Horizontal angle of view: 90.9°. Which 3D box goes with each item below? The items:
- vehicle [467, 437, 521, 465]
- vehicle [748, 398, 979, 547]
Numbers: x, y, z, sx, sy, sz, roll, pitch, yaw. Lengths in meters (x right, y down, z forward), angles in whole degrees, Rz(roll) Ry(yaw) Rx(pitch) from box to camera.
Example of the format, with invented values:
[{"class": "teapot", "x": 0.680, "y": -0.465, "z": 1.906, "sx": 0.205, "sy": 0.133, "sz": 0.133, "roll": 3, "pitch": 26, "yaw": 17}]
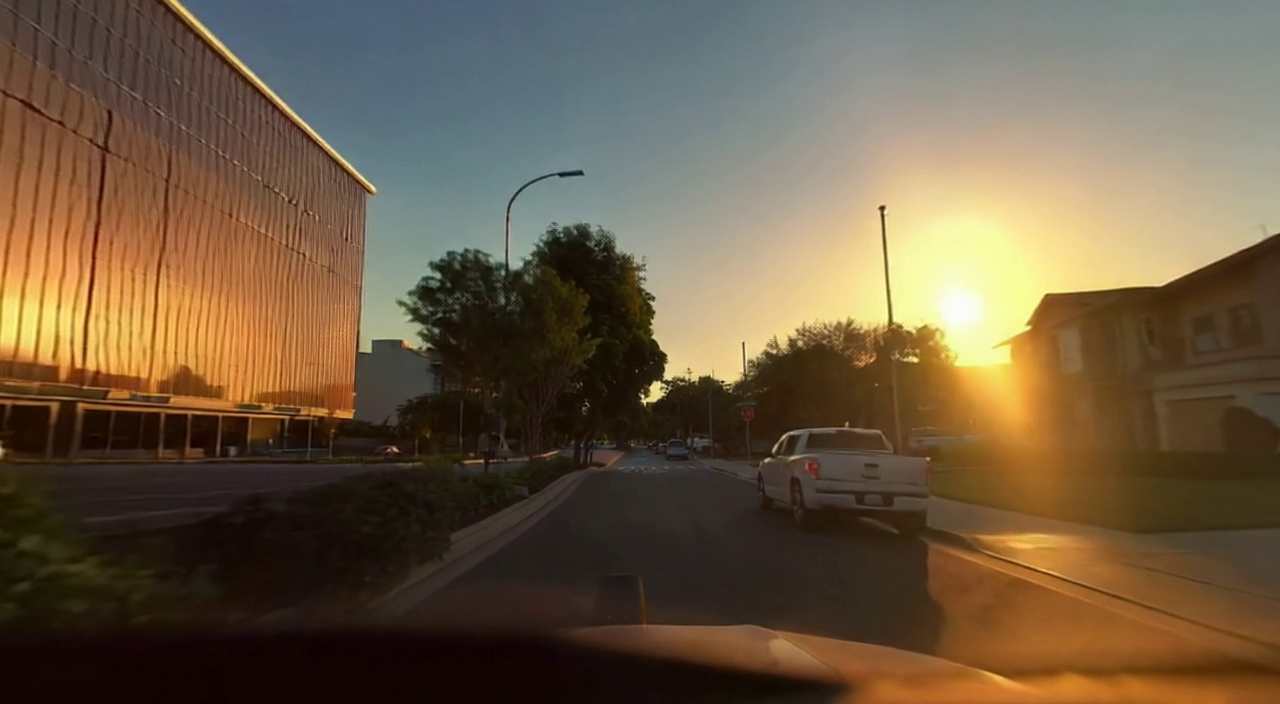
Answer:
[{"class": "vehicle", "x": -8.647, "y": 5.904, "z": 37.648, "sx": 2.024, "sy": 1.532, "sz": 3.863, "roll": -1, "pitch": -9, "yaw": 4}, {"class": "vehicle", "x": 3.165, "y": 1.833, "z": 10.119, "sx": 2.067, "sy": 1.846, "sz": 4.384, "roll": 0, "pitch": -9, "yaw": 0}]
